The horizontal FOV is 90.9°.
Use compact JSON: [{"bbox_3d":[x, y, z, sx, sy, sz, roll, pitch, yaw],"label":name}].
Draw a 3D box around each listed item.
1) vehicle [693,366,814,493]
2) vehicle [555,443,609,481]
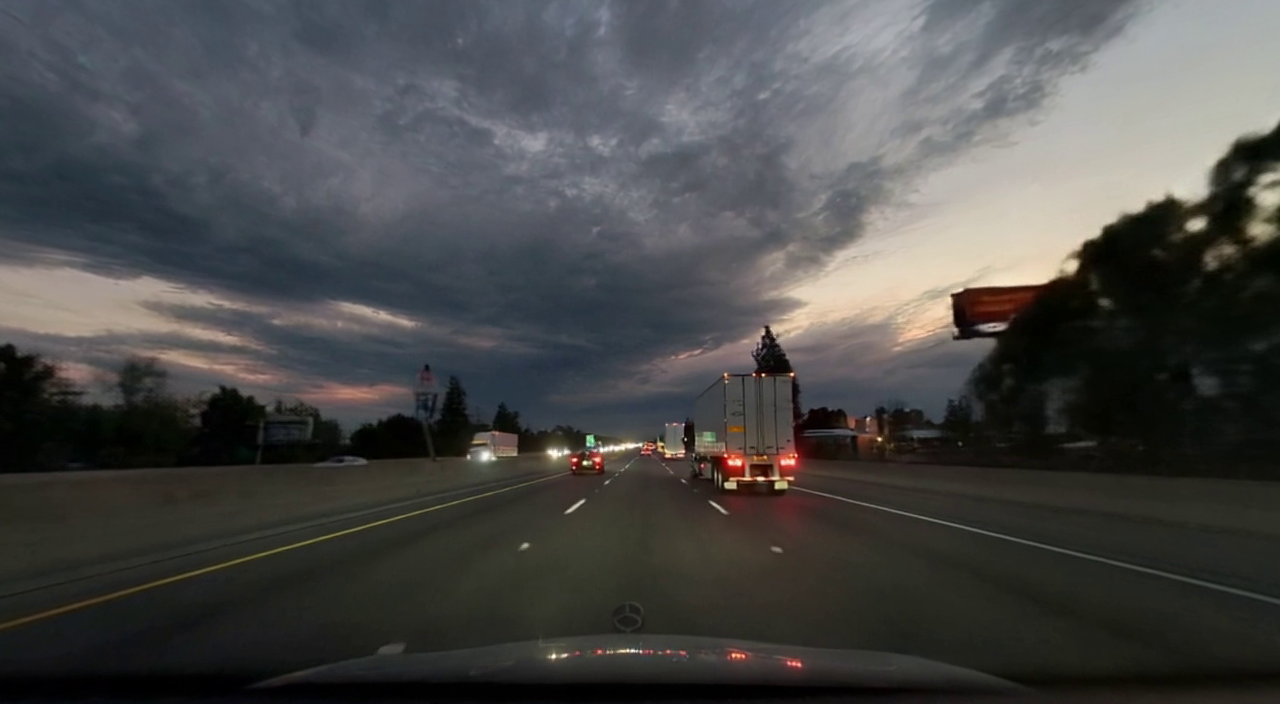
[{"bbox_3d":[4.433,3.685,28.460,2.826,4.269,14.176,0,-9,0],"label":"vehicle"},{"bbox_3d":[-2.923,5.695,32.883,2.291,1.788,4.825,0,-9,1],"label":"vehicle"}]
